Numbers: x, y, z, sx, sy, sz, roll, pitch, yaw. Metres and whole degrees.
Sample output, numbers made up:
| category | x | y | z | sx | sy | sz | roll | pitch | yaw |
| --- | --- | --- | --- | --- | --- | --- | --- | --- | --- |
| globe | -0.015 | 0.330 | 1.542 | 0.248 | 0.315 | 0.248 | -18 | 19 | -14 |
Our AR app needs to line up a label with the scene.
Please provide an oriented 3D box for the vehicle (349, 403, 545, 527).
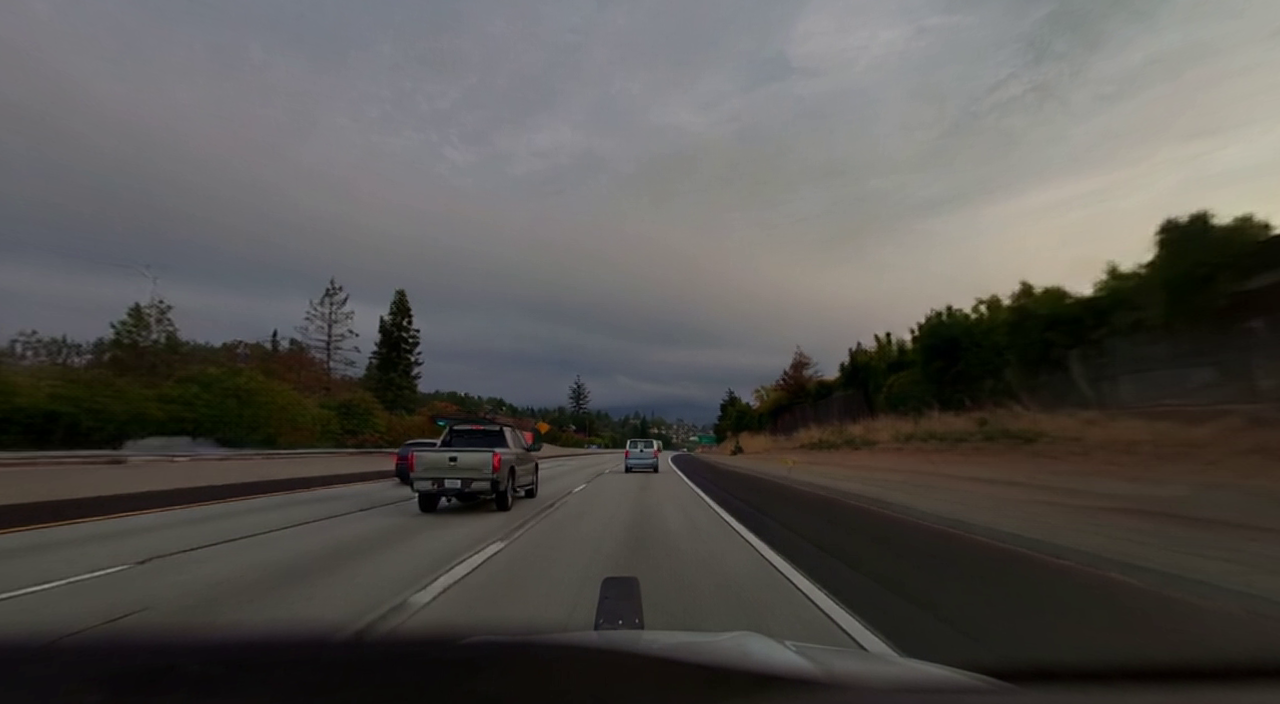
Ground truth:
| category | x | y | z | sx | sy | sz | roll | pitch | yaw |
| --- | --- | --- | --- | --- | --- | --- | --- | --- | --- |
| vehicle | -3.455 | 2.172 | 12.565 | 2.250 | 1.947 | 4.860 | 0 | -9 | 1 |

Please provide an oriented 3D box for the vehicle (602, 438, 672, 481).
| category | x | y | z | sx | sy | sz | roll | pitch | yaw |
| --- | --- | --- | --- | --- | --- | --- | --- | --- | --- |
| vehicle | -0.058 | 4.591 | 27.186 | 2.715 | 1.669 | 5.163 | 0 | -9 | 1 |
